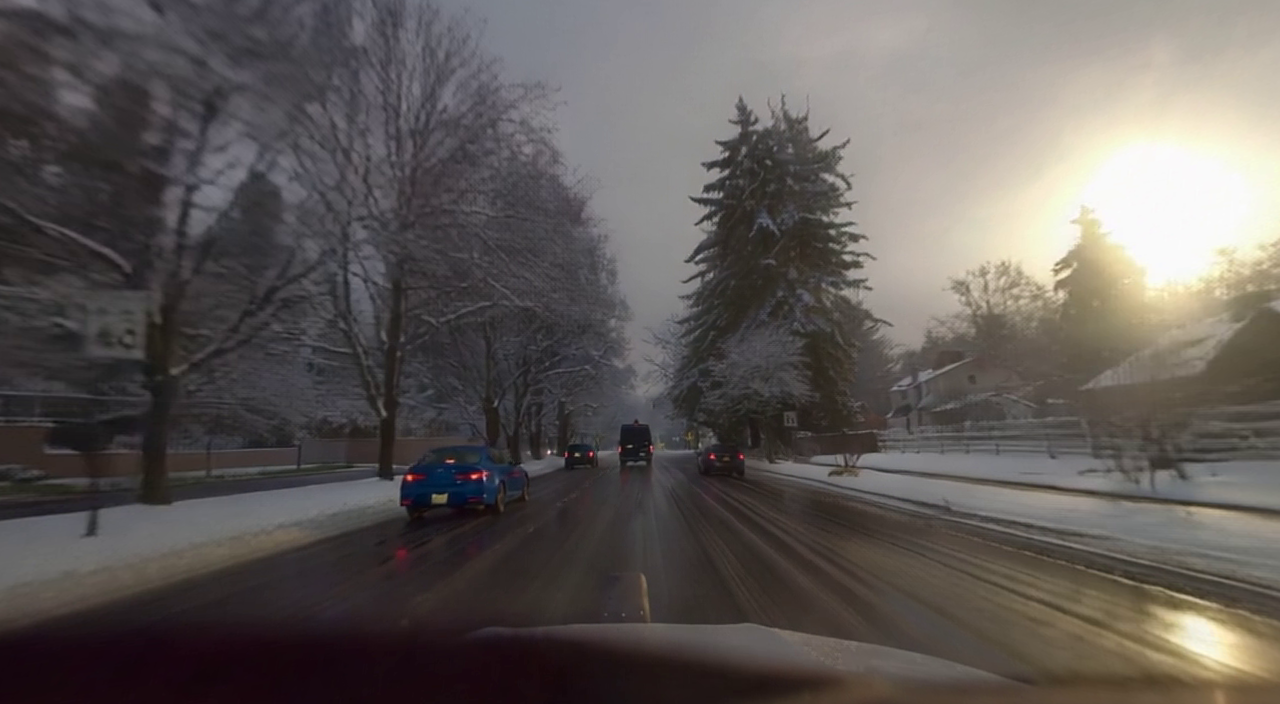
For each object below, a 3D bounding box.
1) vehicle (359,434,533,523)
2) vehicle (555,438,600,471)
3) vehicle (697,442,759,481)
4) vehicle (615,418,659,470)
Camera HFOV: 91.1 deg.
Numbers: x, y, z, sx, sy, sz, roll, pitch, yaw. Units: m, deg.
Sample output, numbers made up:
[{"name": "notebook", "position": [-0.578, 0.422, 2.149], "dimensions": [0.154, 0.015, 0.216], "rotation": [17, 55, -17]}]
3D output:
[{"name": "vehicle", "position": [-3.682, 2.486, 12.997], "dimensions": [2.036, 1.474, 4.647], "rotation": [0, -8, 1]}, {"name": "vehicle", "position": [-3.468, 5.784, 35.590], "dimensions": [2.021, 1.715, 4.329], "rotation": [0, -8, 1]}, {"name": "vehicle", "position": [3.576, 4.514, 26.298], "dimensions": [1.945, 1.469, 4.258], "rotation": [0, -8, 0]}, {"name": "vehicle", "position": [-0.153, 5.290, 36.010], "dimensions": [2.311, 2.726, 5.814], "rotation": [0, -8, 0]}]
